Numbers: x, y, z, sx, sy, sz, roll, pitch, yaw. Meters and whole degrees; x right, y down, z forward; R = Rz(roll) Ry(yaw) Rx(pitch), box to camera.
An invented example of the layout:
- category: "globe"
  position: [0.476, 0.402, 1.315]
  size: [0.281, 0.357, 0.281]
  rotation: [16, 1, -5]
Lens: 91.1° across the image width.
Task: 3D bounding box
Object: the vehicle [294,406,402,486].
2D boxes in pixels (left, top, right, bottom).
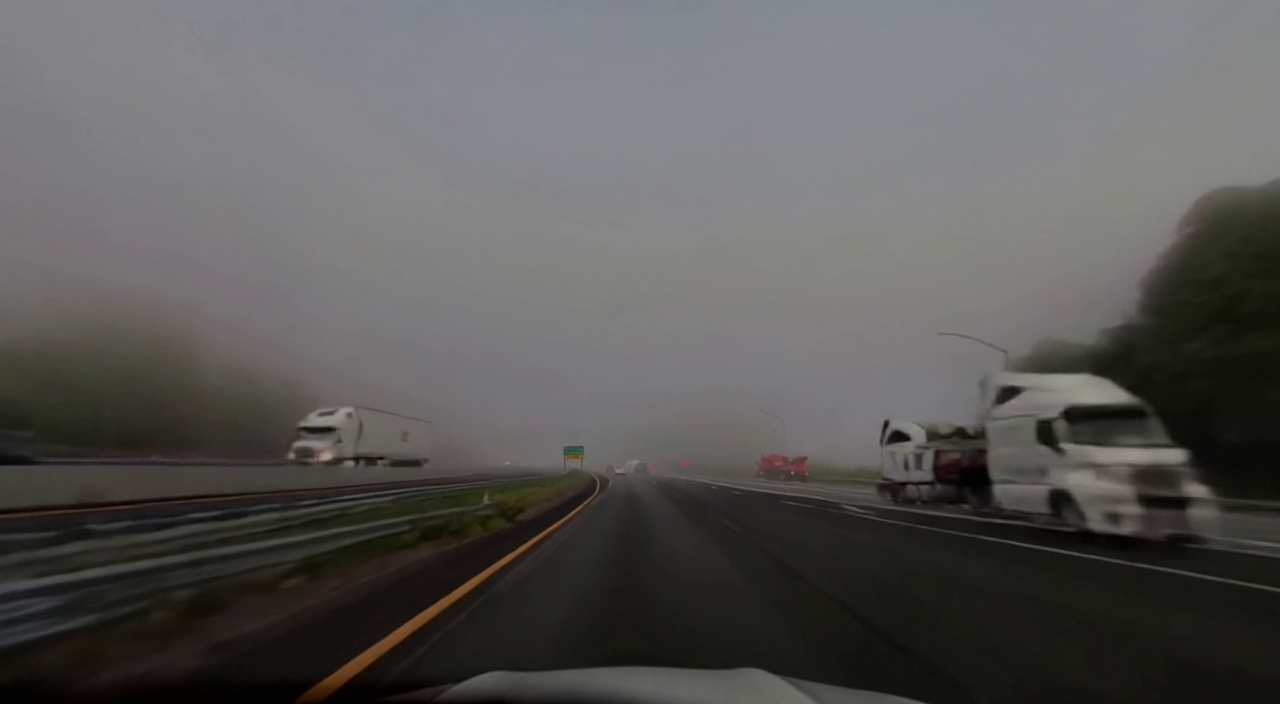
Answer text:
- category: "vehicle"
  position: [-15.517, 5.182, 33.978]
  size: [2.937, 3.831, 6.132]
  rotation: [1, -11, -3]

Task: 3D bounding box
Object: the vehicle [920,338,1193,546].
- category: "vehicle"
  position: [8.369, 1.976, 13.474]
  size: [2.282, 3.633, 4.740]
  rotation: [1, -11, -2]
